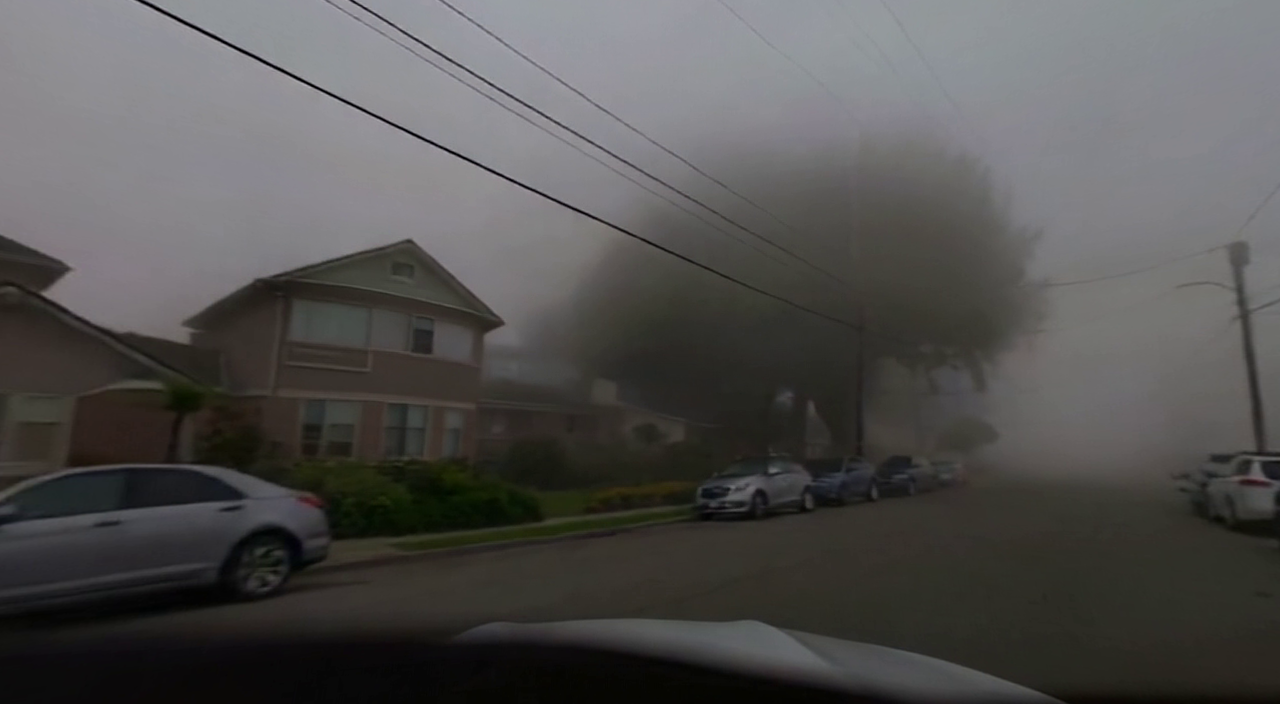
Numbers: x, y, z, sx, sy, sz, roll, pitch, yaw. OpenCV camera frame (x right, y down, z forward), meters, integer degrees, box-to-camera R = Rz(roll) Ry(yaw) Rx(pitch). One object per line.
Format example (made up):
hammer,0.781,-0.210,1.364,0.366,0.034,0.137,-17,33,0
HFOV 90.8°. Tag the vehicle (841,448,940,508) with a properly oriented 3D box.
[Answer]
vehicle,9.427,4.565,23.527,2.034,1.923,4.713,-7,-11,38

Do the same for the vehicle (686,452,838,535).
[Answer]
vehicle,3.162,3.369,15.750,1.909,1.675,4.442,-7,-10,36

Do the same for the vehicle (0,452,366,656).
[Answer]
vehicle,-4.977,1.597,5.445,1.746,1.391,4.469,-7,-10,36

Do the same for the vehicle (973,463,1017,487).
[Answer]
vehicle,23.660,8.135,42.029,1.958,1.359,4.357,-6,-10,35
